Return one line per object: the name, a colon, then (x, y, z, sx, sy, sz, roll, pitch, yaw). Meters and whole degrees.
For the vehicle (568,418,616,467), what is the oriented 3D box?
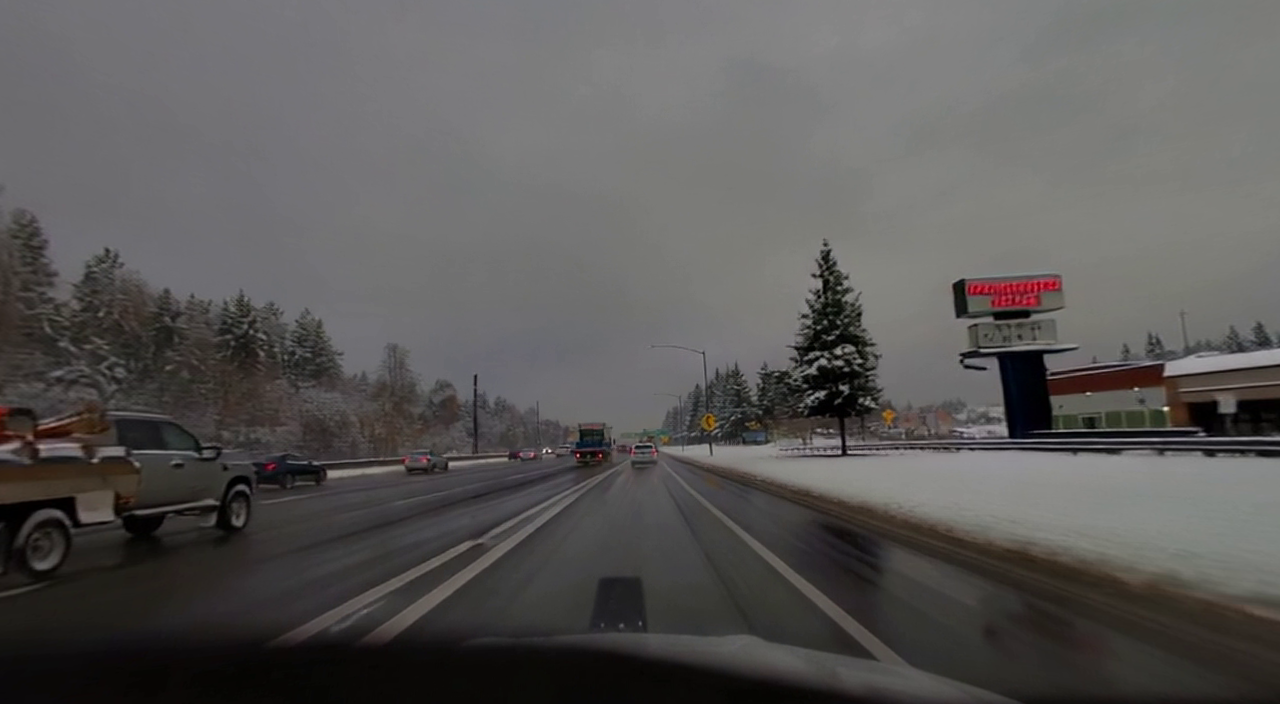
vehicle: (-3.511, 6.976, 48.765, 2.796, 3.426, 8.553, 0, -8, 2)

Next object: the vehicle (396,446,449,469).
vehicle: (-16.645, 8.076, 48.518, 2.076, 1.709, 4.893, -1, -8, 3)

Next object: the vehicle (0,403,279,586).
vehicle: (-7.739, 1.843, 8.960, 2.165, 1.903, 4.917, 0, -8, 2)

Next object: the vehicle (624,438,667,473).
vehicle: (0.290, 5.786, 35.401, 2.227, 1.794, 4.646, 0, -8, 0)
